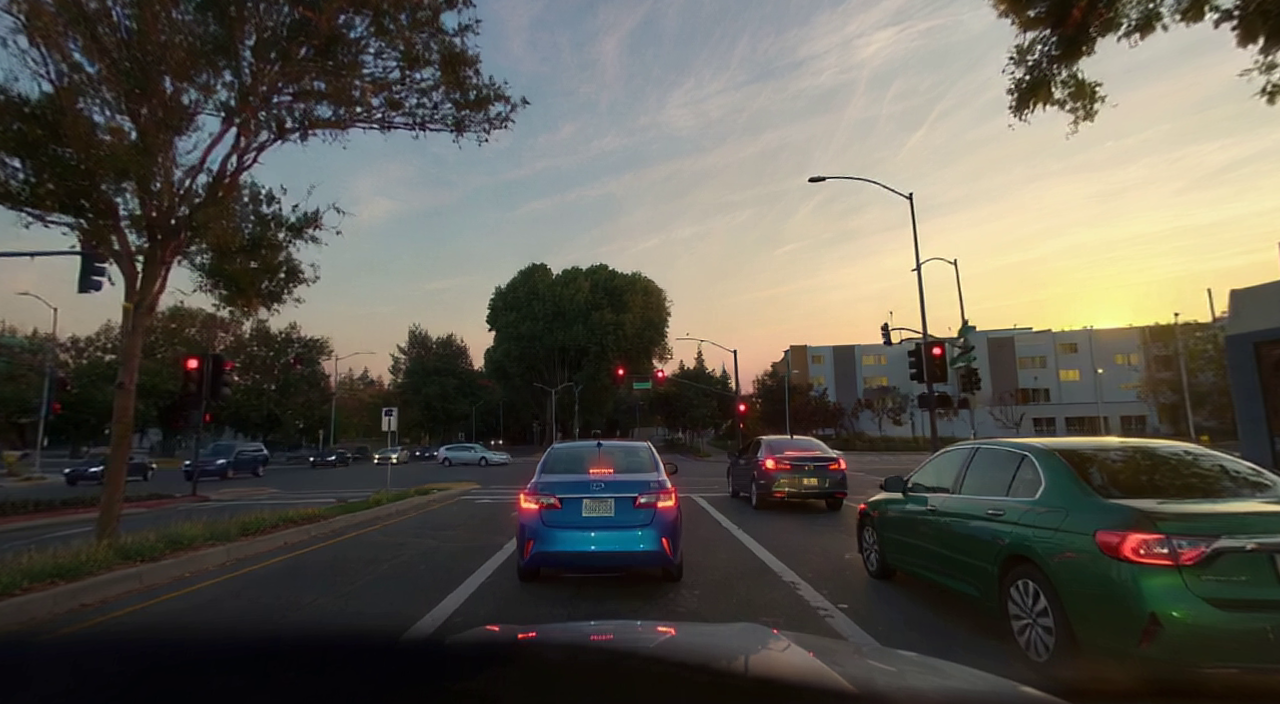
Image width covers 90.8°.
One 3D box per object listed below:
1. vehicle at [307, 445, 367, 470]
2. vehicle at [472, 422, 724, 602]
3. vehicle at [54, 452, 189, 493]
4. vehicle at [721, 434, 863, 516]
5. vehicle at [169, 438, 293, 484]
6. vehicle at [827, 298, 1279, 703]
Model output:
[{"bbox_3d":[-21.559,7.480,45.123,1.935,1.701,4.590,0,-8,1],"label":"vehicle"},{"bbox_3d":[-0.374,1.652,7.388,2.143,1.520,3.848,0,-8,-1],"label":"vehicle"},{"bbox_3d":[-21.175,4.910,26.092,1.859,1.473,4.400,0,-8,-1],"label":"vehicle"},{"bbox_3d":[3.182,2.670,14.298,2.026,1.549,4.559,0,-8,-1],"label":"vehicle"},{"bbox_3d":[-17.987,4.805,28.155,2.295,1.858,4.748,0,-8,0],"label":"vehicle"},{"bbox_3d":[3.583,1.104,5.060,2.572,1.945,5.065,0,-8,0],"label":"vehicle"}]
